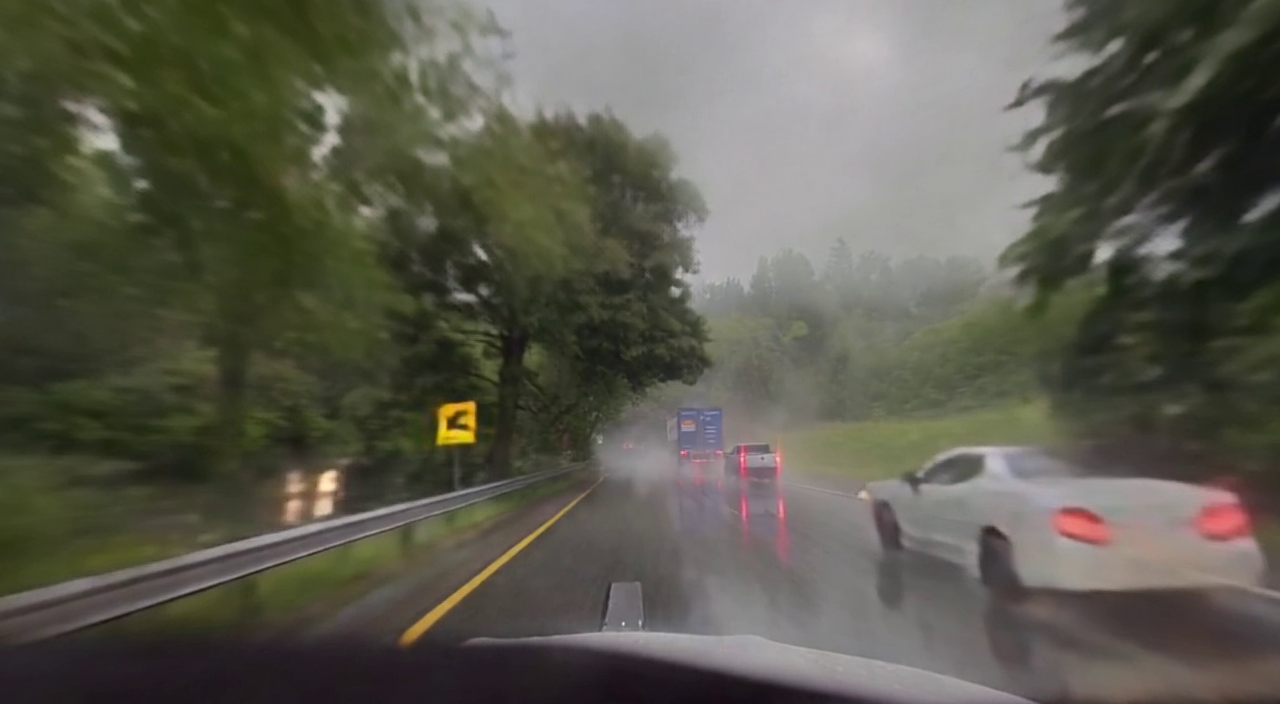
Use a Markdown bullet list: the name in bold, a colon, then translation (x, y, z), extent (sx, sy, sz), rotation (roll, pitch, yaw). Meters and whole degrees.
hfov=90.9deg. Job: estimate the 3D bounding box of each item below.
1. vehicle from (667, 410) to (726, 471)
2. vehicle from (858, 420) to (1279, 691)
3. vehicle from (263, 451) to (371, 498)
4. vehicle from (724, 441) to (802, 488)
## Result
- **vehicle**: translation (4.118, 7.121, 49.885), extent (3.231, 4.102, 14.393), rotation (0, -9, 0)
- **vehicle**: translation (3.981, 1.509, 6.016), extent (2.031, 1.491, 4.883), rotation (0, -9, 0)
- **vehicle**: translation (-12.800, 4.829, 25.311), extent (1.948, 1.685, 4.434), rotation (0, -9, 0)
- **vehicle**: translation (4.742, 4.422, 25.081), extent (2.118, 1.688, 4.715), rotation (0, -9, -1)
